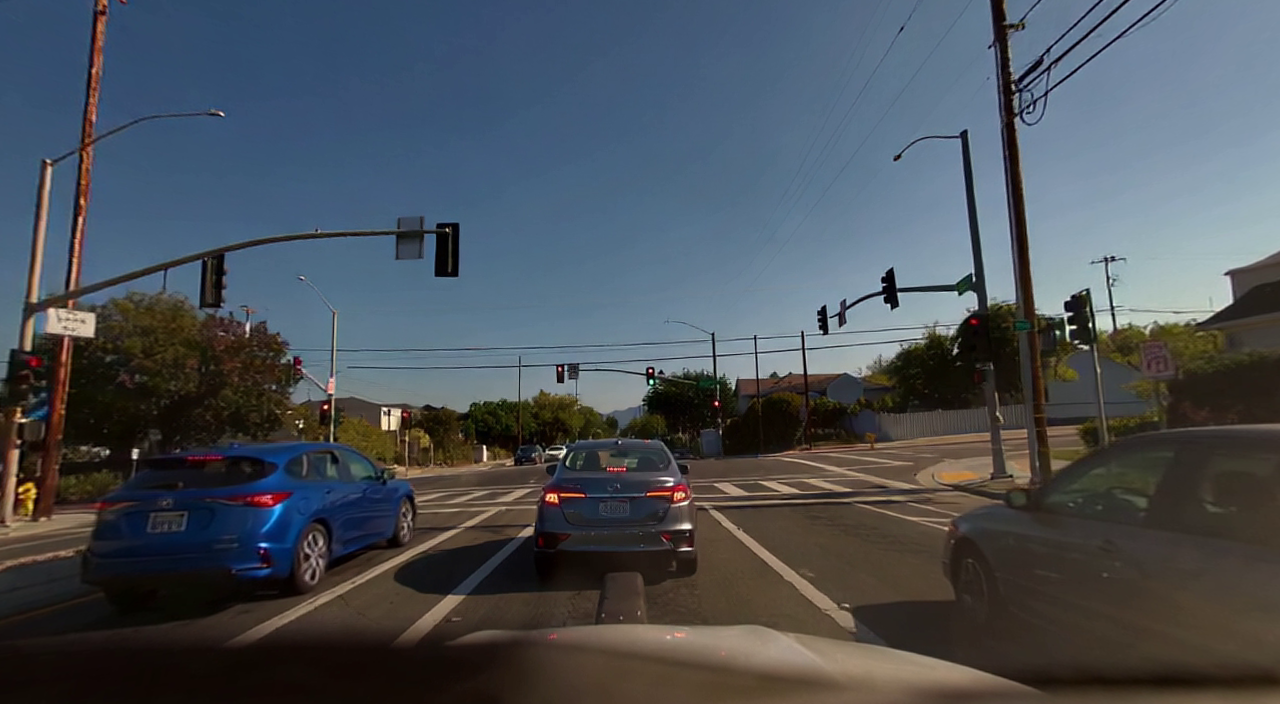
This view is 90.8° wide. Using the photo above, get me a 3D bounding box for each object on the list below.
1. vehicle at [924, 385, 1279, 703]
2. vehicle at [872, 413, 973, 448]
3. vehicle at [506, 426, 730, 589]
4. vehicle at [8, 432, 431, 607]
[{"bbox_3d":[2.925,0.932,2.474,1.860,1.494,3.707,0,-8,0],"label":"vehicle"},{"bbox_3d":[15.125,4.240,33.994,4.431,1.555,1.886,-4,-9,2],"label":"vehicle"},{"bbox_3d":[-0.229,1.755,8.015,2.061,1.485,4.196,0,-8,-1],"label":"vehicle"},{"bbox_3d":[-4.369,1.771,7.685,2.106,1.492,4.312,0,-8,1],"label":"vehicle"}]
